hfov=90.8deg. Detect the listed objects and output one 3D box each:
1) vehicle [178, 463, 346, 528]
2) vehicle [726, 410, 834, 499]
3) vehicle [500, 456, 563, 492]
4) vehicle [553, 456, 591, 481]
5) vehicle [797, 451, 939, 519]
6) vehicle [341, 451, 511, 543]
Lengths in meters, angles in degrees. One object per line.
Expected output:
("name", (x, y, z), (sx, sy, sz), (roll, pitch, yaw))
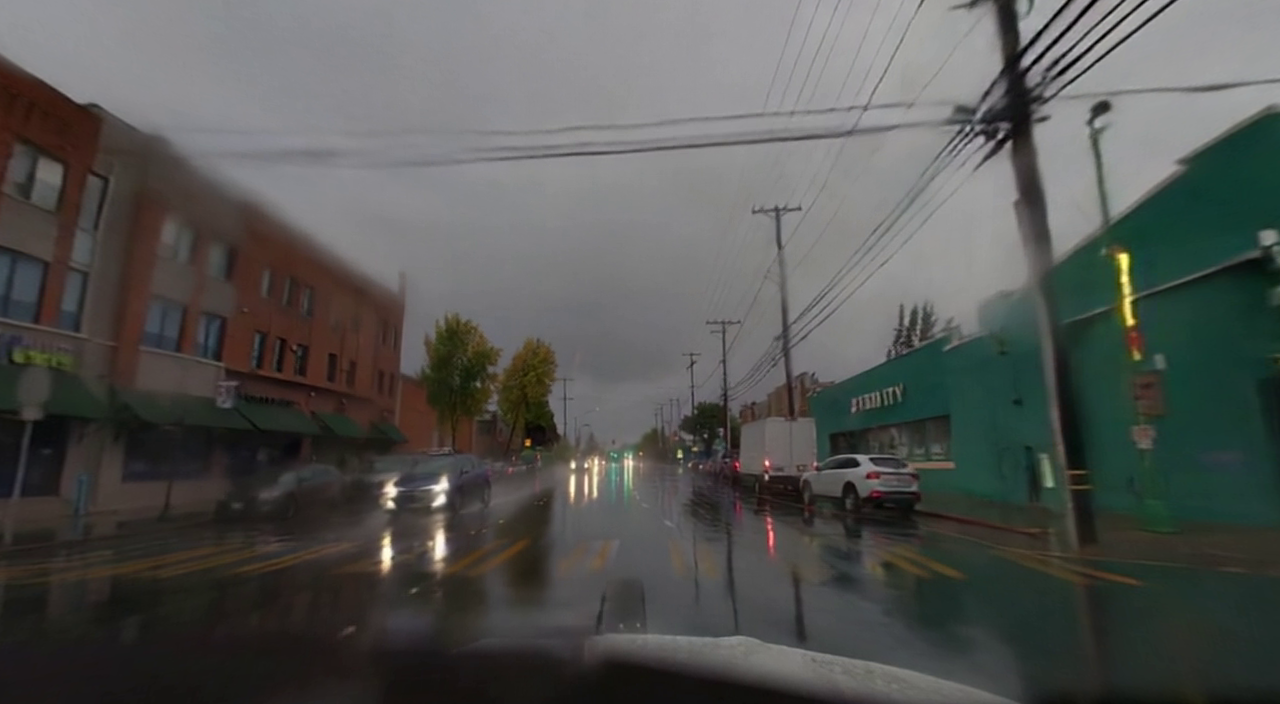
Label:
("vehicle", (-10.226, 3.878, 17.578), (1.978, 1.452, 4.263), (0, -9, 1))
("vehicle", (5.600, 4.304, 26.814), (2.815, 3.203, 7.558), (0, -9, 0))
("vehicle", (-4.979, 5.658, 29.631), (1.845, 1.469, 4.413), (-1, -9, 5))
("vehicle", (-4.417, 7.592, 41.542), (1.925, 1.479, 4.444), (0, -9, 1))
("vehicle", (6.278, 3.663, 18.041), (1.963, 1.646, 4.204), (1, -9, -9))
("vehicle", (-4.069, 2.800, 12.880), (2.050, 1.505, 4.219), (0, -9, -1))
